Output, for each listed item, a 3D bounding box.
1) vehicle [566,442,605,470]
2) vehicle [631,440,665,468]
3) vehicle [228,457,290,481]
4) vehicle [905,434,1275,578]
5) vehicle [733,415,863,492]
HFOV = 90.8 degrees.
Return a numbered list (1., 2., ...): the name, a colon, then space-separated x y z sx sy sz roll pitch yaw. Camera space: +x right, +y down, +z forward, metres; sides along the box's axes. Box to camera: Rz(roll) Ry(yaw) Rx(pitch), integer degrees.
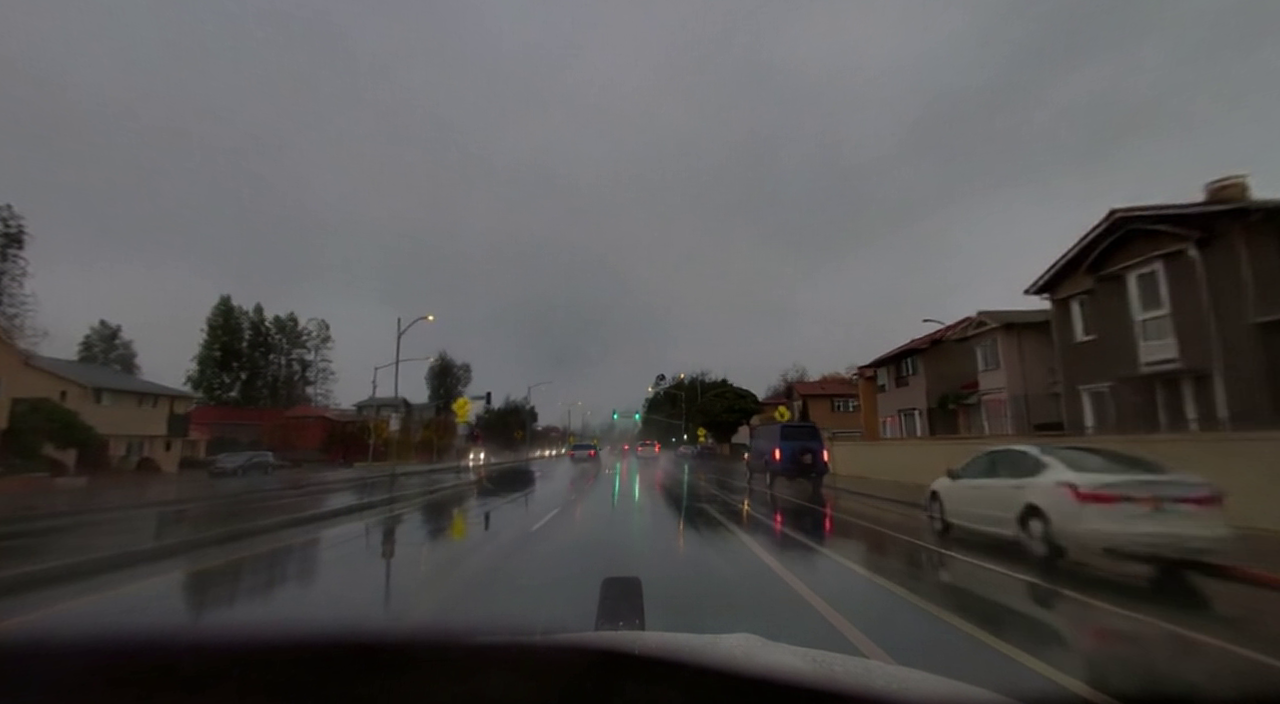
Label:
1. vehicle: -3.720 7.165 43.773 2.233 1.775 4.491 0 -9 1
2. vehicle: 0.501 7.240 44.845 2.273 1.851 5.075 0 -9 -1
3. vehicle: -25.958 7.983 43.199 1.796 1.511 3.879 0 -9 -1
4. vehicle: 5.784 1.985 9.033 1.910 1.520 4.375 0 -9 -3
5. vehicle: 5.452 3.728 23.481 2.763 2.329 7.864 0 -9 0
